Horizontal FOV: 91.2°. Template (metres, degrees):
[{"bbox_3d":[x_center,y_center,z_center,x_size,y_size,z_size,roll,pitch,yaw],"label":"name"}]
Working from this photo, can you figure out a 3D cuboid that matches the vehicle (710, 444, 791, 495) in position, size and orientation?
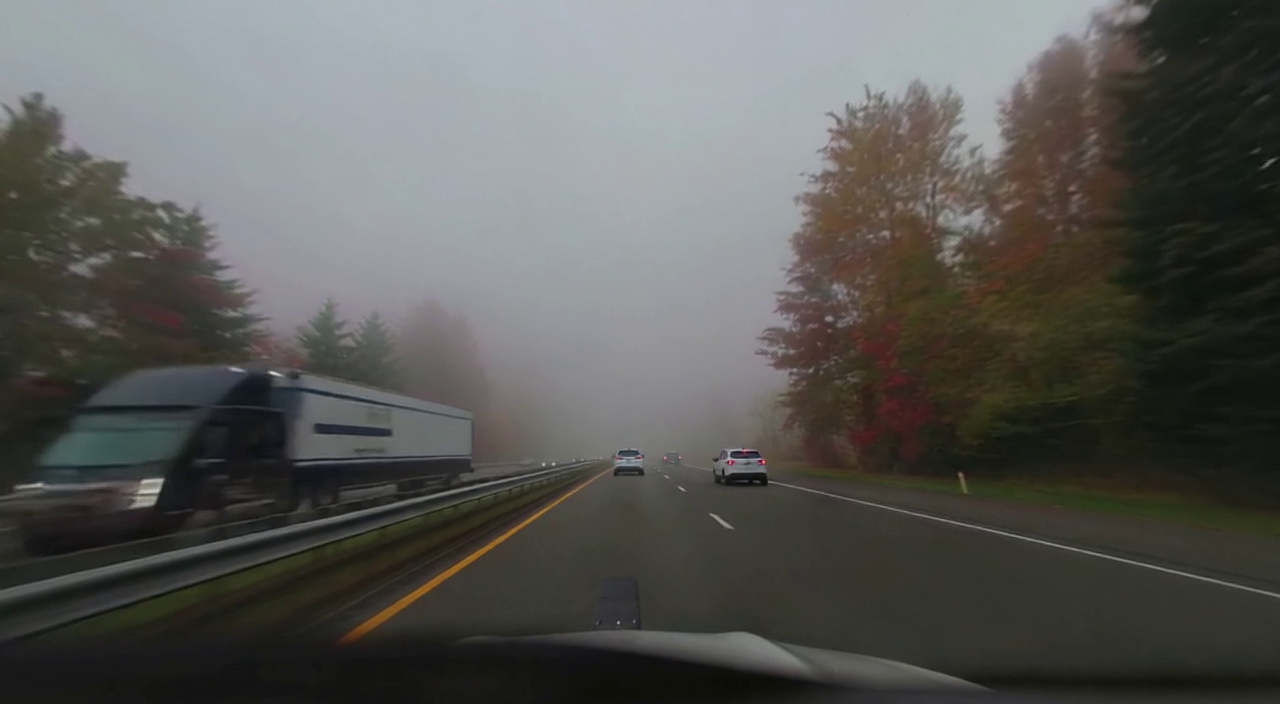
[{"bbox_3d":[3.567,3.892,21.121,1.843,1.505,4.339,0,-9,-1],"label":"vehicle"}]

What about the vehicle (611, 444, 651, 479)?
[{"bbox_3d":[-0.457,5.714,32.912,1.937,1.699,3.936,0,-9,0],"label":"vehicle"}]

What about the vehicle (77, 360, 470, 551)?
[{"bbox_3d":[-9.191,3.198,20.283,2.893,3.609,16.653,0,-9,0],"label":"vehicle"}]
